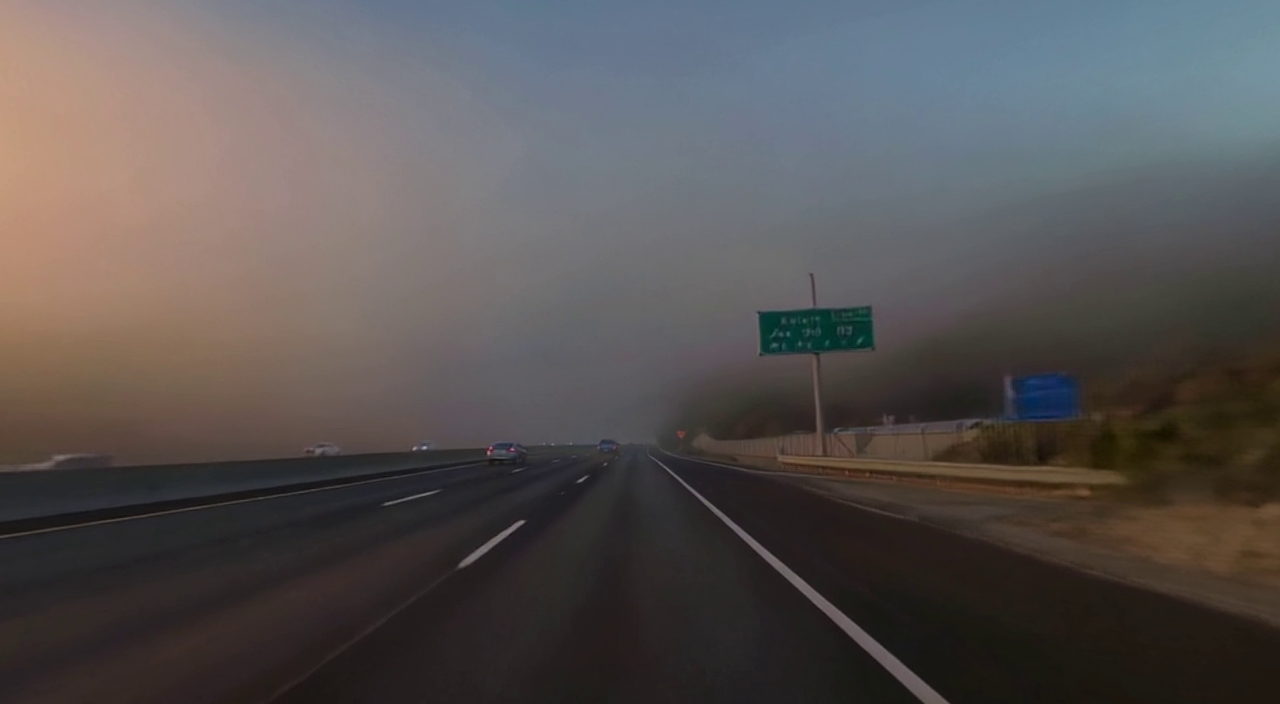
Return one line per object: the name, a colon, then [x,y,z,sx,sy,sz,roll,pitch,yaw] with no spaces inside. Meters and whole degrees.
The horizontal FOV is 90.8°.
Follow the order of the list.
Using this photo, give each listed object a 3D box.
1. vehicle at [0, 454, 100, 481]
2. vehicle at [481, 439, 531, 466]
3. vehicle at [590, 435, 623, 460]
vehicle: [-33.021,6.395,35.296,1.845,1.331,4.385,1,-9,-1]
vehicle: [-7.730,5.856,36.981,1.930,1.508,4.567,0,-8,0]
vehicle: [-2.421,7.032,46.653,2.029,1.753,4.718,0,-8,1]
